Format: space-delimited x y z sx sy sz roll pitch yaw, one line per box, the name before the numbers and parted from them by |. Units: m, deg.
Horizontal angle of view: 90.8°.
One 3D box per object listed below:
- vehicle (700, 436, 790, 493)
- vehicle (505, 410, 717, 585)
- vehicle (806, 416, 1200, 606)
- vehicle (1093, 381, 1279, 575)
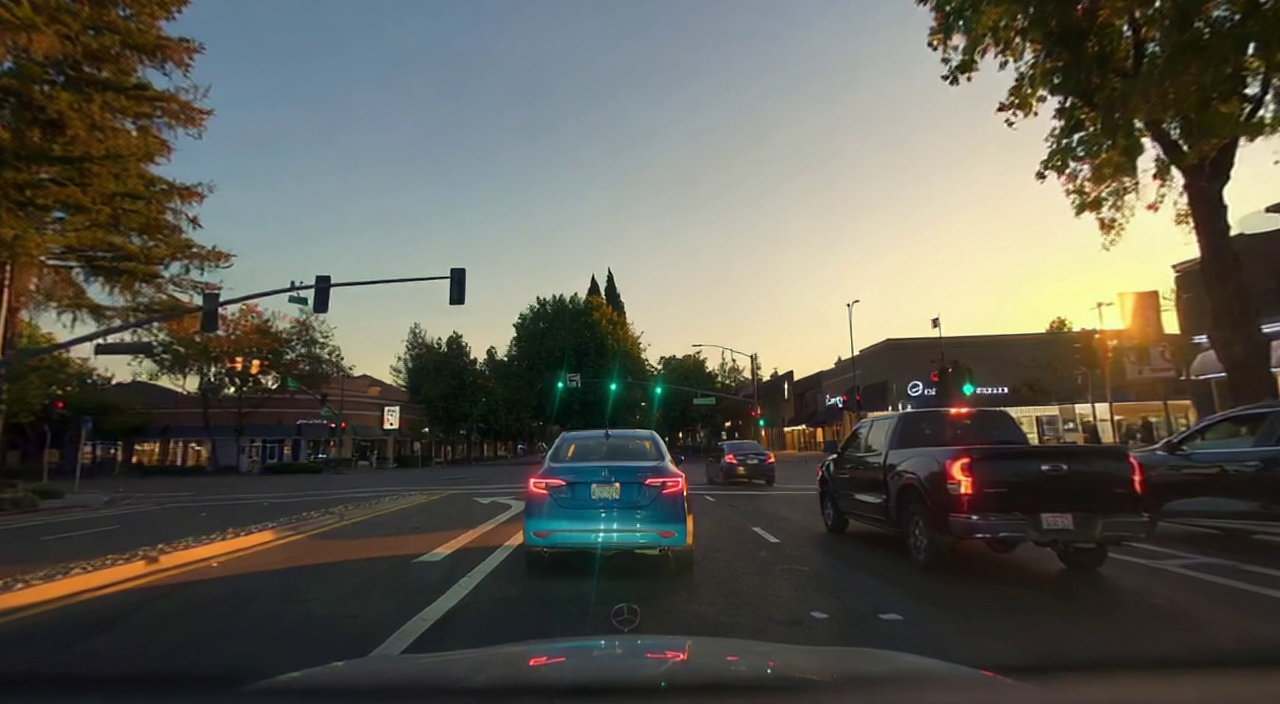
vehicle | 3.231 3.556 20.359 2.031 1.626 4.264 0 -8 -2
vehicle | -0.281 1.676 8.000 2.037 1.674 3.693 0 -8 0
vehicle | 3.612 1.651 7.576 1.955 1.550 4.587 0 -8 -1
vehicle | 7.551 1.202 5.951 2.240 1.923 5.678 0 -8 -1
